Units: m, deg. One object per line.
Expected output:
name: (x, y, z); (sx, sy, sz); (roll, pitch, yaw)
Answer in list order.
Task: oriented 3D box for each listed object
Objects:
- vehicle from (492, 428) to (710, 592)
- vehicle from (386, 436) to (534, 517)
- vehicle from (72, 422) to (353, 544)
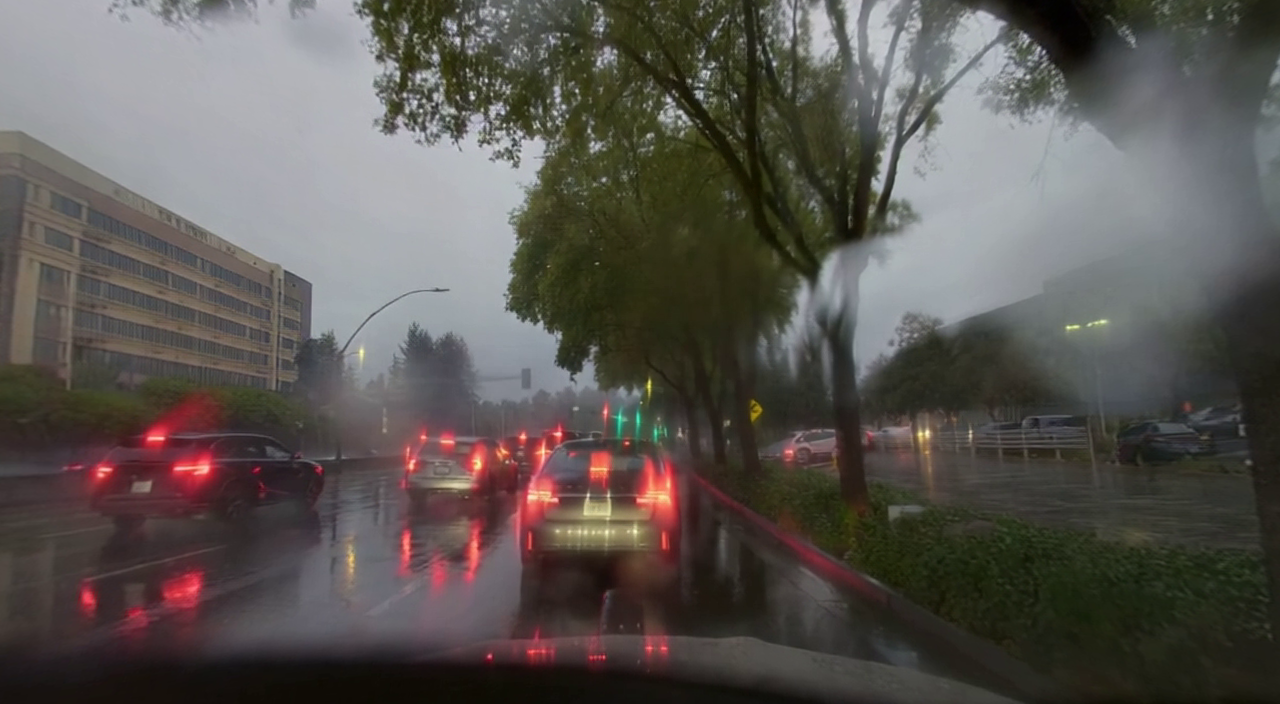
vehicle: (-0.383, 1.811, 8.062); (2.066, 1.544, 3.954); (0, -9, 0)
vehicle: (-3.794, 2.701, 14.274); (1.913, 1.521, 4.539); (0, -9, 1)
vehicle: (-7.289, 2.246, 11.498); (2.068, 1.784, 4.224); (0, -9, 1)
